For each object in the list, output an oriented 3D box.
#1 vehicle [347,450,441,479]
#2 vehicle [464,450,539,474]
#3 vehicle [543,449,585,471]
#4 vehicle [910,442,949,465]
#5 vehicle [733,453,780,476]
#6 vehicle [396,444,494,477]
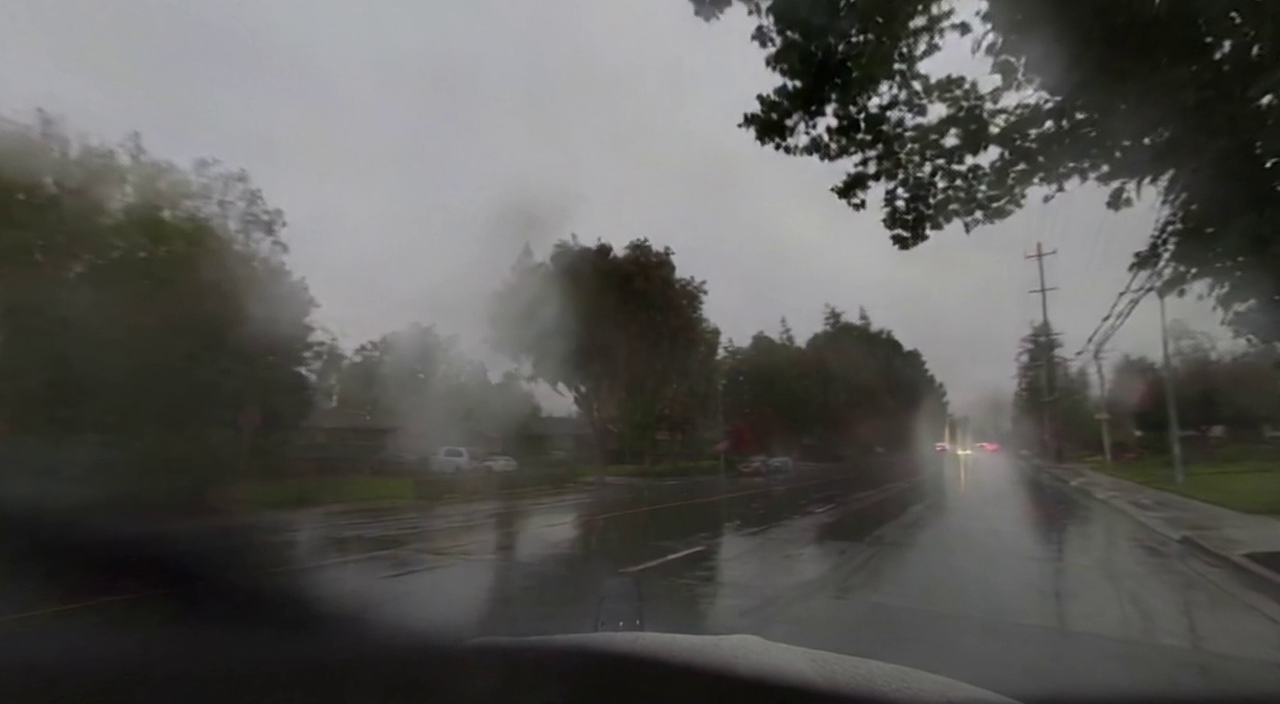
[{"bbox_3d":[-13.723,6.234,35.178,4.937,1.445,2.048,-4,-10,27],"label":"vehicle"},{"bbox_3d":[-9.108,7.265,41.756,4.326,1.452,2.121,-2,-9,18],"label":"vehicle"},{"bbox_3d":[-5.697,8.144,47.904,1.769,1.414,4.434,-1,-7,13],"label":"vehicle"},{"bbox_3d":[22.570,7.900,49.148,2.115,1.696,4.473,-5,-10,31],"label":"vehicle"},{"bbox_3d":[8.536,8.154,45.948,1.936,1.489,4.311,-5,-10,31],"label":"vehicle"},{"bbox_3d":[-11.875,6.534,38.374,5.866,1.877,2.280,-5,-10,31],"label":"vehicle"}]
